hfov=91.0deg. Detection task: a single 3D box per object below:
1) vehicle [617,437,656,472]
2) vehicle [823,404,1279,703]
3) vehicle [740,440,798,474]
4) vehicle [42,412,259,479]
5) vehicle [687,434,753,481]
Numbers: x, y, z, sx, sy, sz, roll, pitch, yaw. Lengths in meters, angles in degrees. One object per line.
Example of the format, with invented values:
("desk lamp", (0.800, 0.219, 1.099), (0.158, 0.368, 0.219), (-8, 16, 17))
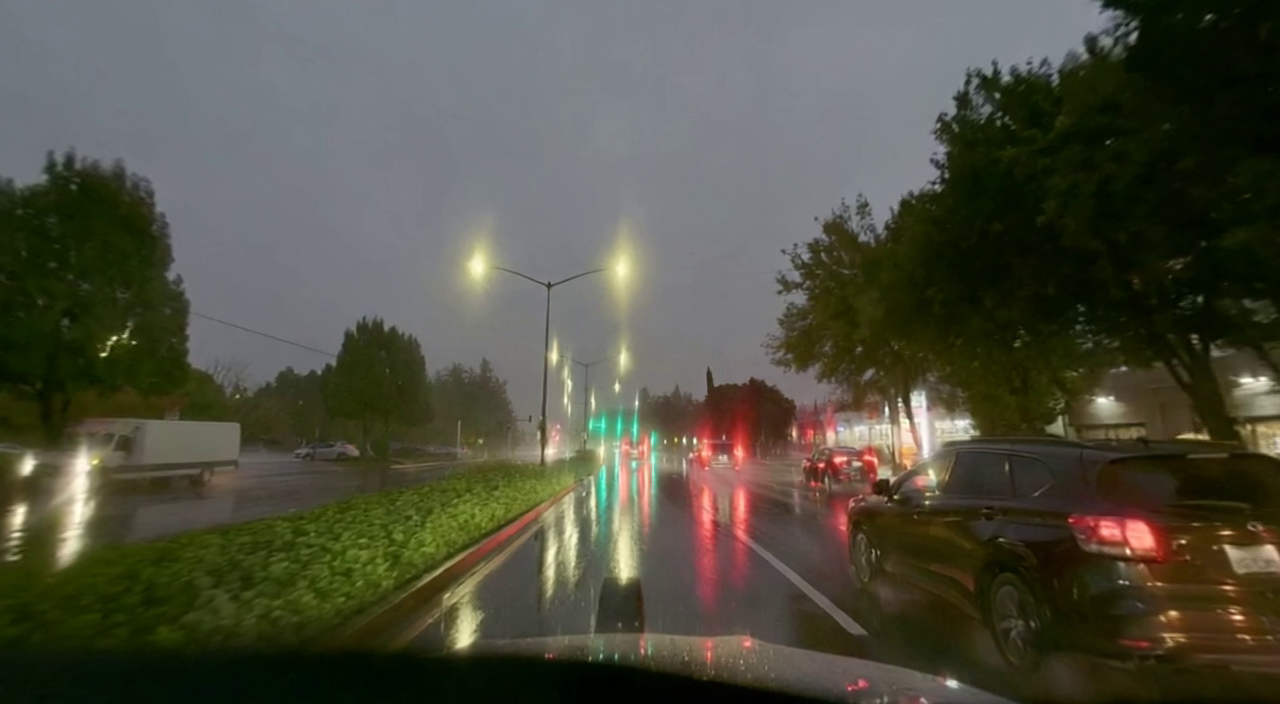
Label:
("vehicle", (-0.239, 5.778, 35.674), (2.051, 1.798, 4.168), (0, -8, -1))
("vehicle", (2.946, 1.237, 4.517), (1.883, 1.452, 4.258), (0, -8, -1))
("vehicle", (6.618, 5.435, 32.787), (1.954, 1.606, 4.423), (0, -8, -2))
("vehicle", (-25.783, 5.010, 33.673), (8.344, 3.233, 3.218), (2, -8, -10))
("vehicle", (3.208, 4.319, 26.082), (2.000, 1.745, 4.206), (0, -8, -2))
